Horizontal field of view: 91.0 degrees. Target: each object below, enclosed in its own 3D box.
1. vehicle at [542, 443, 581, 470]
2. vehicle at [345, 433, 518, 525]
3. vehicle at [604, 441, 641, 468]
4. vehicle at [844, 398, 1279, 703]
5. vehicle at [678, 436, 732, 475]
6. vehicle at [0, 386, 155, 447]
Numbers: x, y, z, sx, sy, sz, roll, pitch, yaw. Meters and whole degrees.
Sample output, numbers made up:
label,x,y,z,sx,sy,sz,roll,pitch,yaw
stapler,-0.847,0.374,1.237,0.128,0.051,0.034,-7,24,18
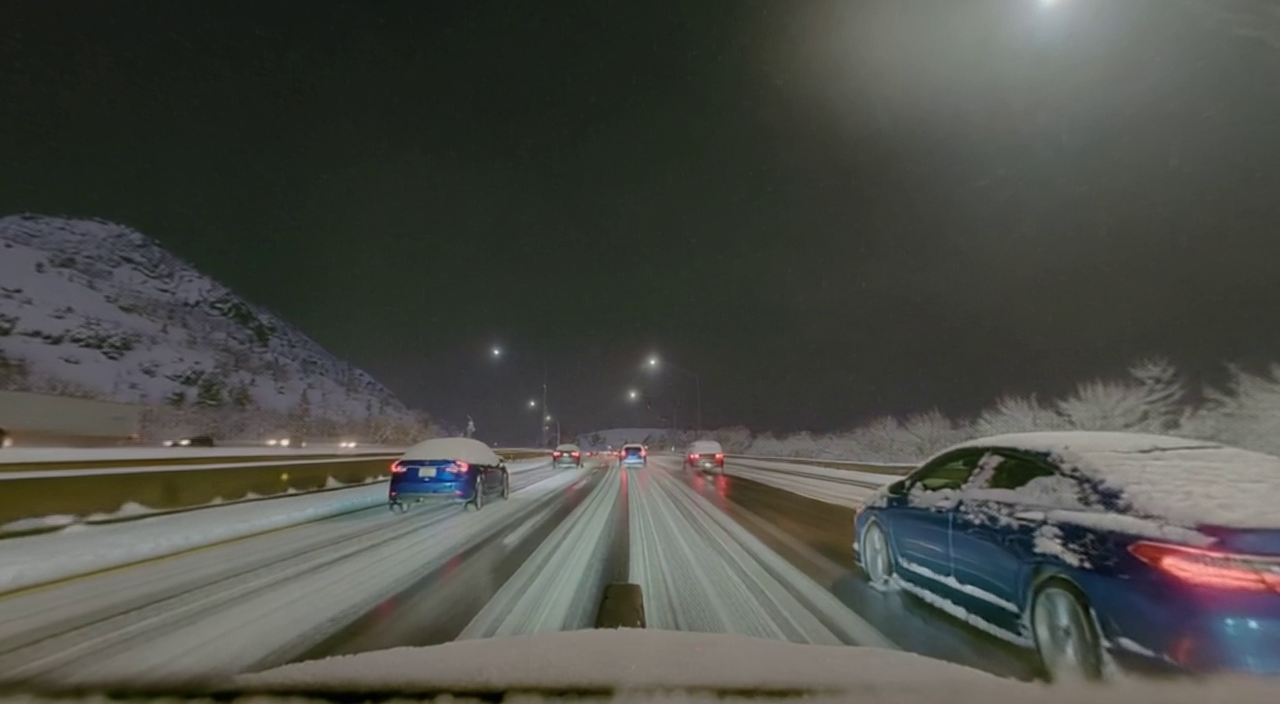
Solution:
label,x,y,z,sx,sy,sz,roll,pitch,yaw
vehicle,-4.547,6.096,36.971,1.796,1.464,3.839,0,-9,-1
vehicle,-3.915,2.448,12.714,1.993,1.500,4.248,0,-9,1
vehicle,-1.053,6.306,38.953,2.147,1.572,4.094,0,-9,-1
vehicle,3.170,1.213,4.023,2.136,1.511,4.706,0,-9,0
vehicle,3.262,5.335,32.614,2.222,1.820,4.733,0,-9,-1
vehicle,-44.313,5.160,47.606,2.886,4.000,16.408,1,-9,-2
